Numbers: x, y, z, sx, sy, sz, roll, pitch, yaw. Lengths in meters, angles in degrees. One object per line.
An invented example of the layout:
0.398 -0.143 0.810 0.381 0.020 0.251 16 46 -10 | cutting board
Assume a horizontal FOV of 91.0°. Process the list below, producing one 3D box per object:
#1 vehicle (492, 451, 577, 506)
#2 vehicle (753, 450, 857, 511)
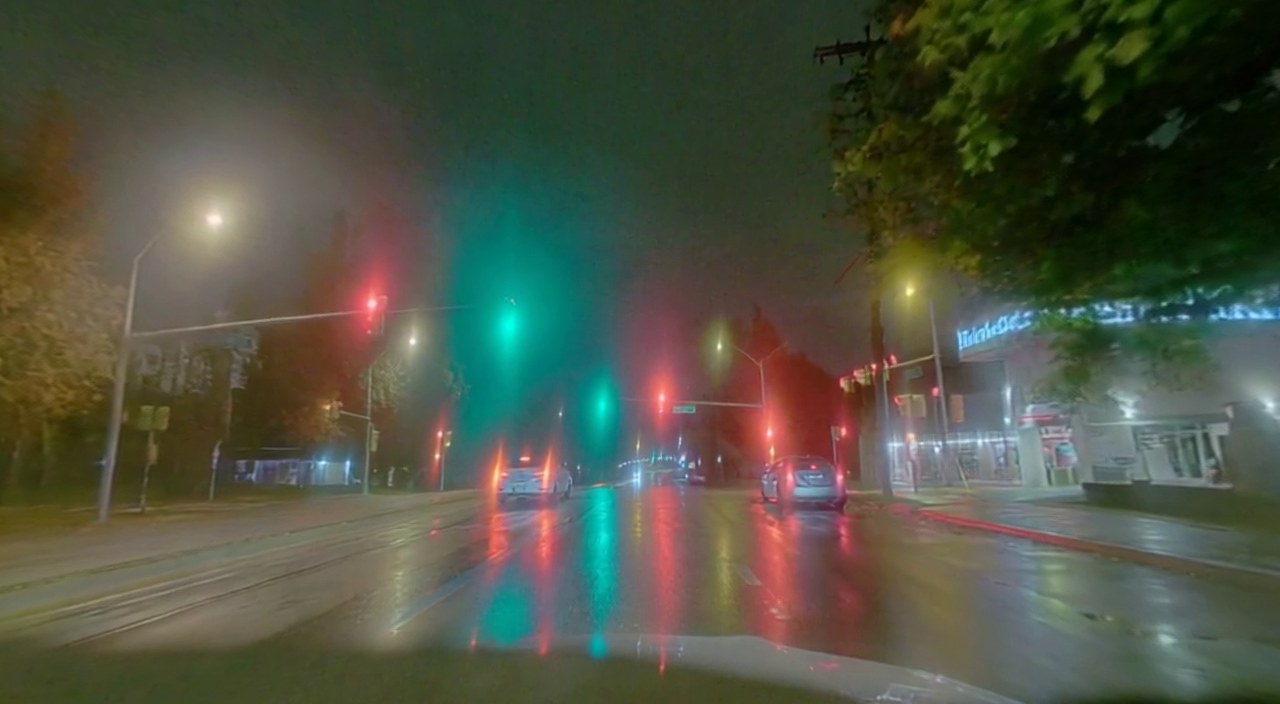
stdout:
-3.340 4.146 20.814 1.947 1.627 4.248 0 -10 1 | vehicle
4.983 3.988 19.771 2.039 1.655 4.495 0 -10 0 | vehicle
